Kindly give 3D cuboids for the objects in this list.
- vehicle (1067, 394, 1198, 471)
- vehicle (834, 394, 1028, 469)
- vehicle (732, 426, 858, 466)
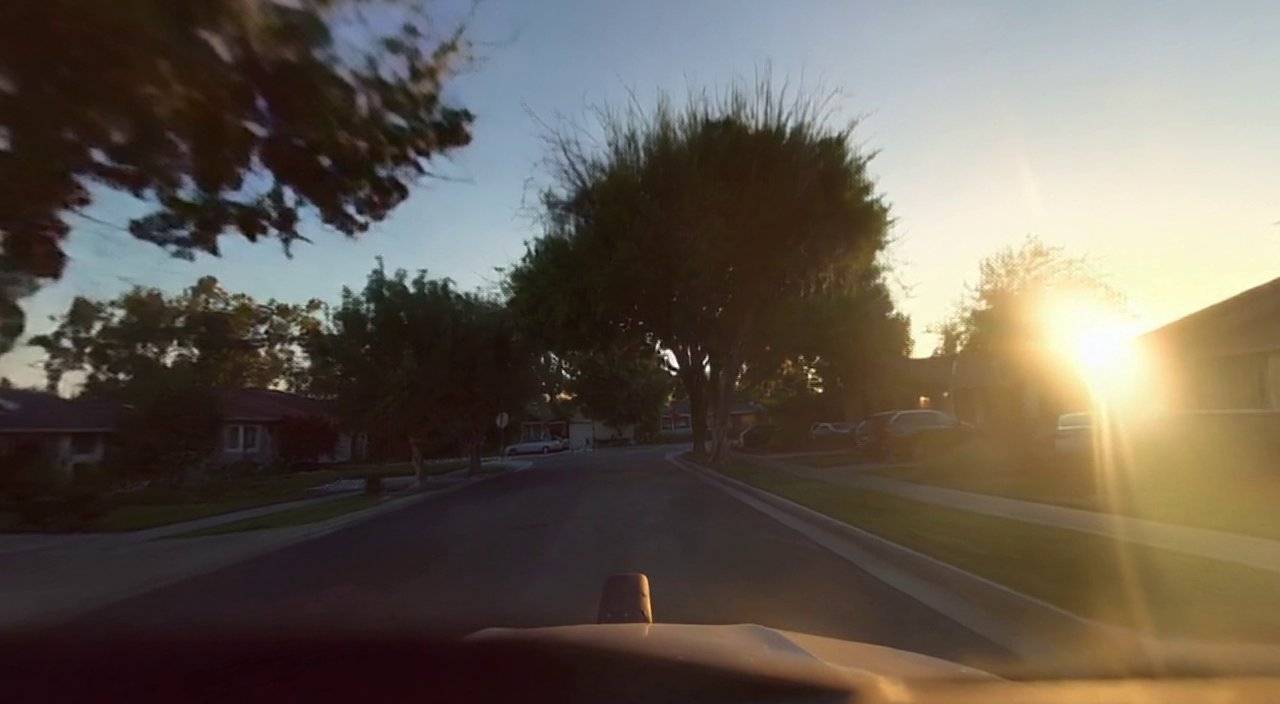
[{"bbox_3d":[11.331,1.870,14.829,2.004,1.511,4.494,-5,-8,34],"label":"vehicle"},{"bbox_3d":[9.450,2.647,20.836,5.239,1.933,2.131,-4,-9,-2],"label":"vehicle"},{"bbox_3d":[5.697,3.496,23.575,4.229,1.402,1.811,-1,-7,0],"label":"vehicle"}]
